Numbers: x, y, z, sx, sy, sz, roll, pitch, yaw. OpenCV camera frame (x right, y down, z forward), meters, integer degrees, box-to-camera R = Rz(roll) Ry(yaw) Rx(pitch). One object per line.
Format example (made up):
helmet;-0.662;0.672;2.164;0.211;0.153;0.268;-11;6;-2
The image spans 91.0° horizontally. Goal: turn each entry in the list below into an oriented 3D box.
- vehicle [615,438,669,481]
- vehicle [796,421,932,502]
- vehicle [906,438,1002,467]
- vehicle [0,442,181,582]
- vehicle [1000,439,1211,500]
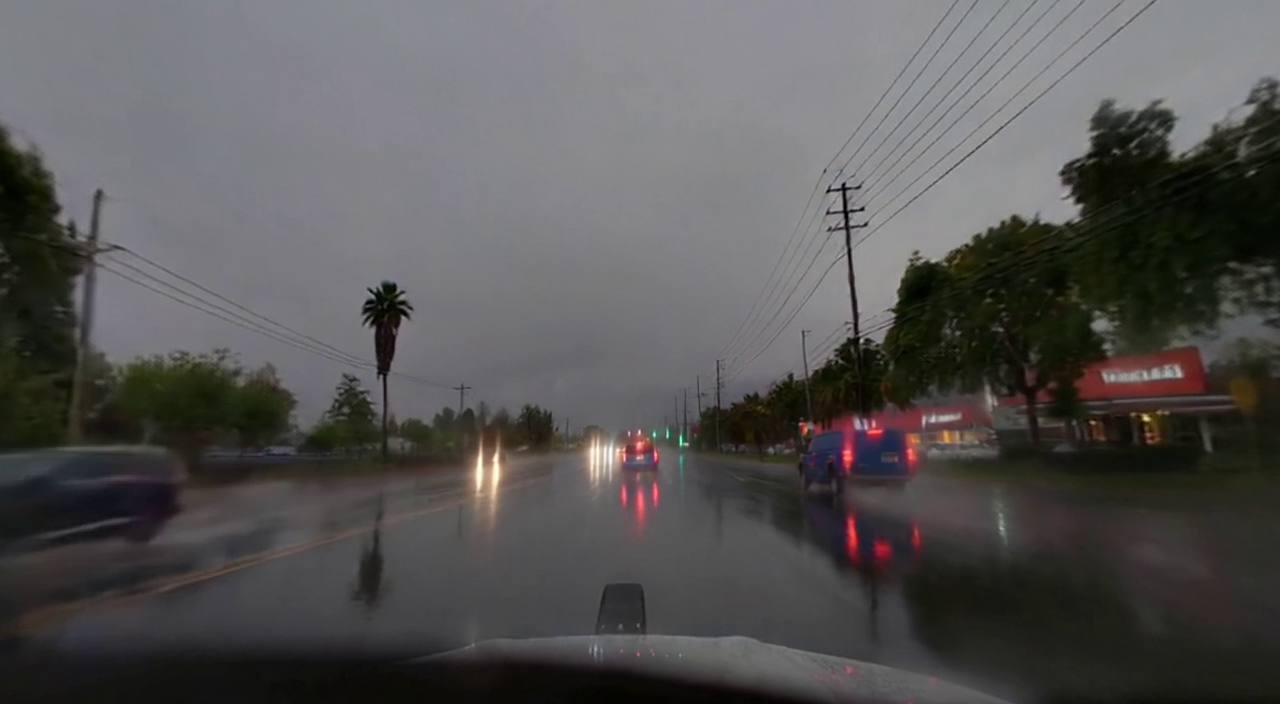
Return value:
vehicle;0.070;4.547;27.004;2.138;1.672;4.168;0;-8;0
vehicle;5.975;2.979;17.525;2.107;1.928;4.471;0;-8;0
vehicle;18.212;5.846;36.695;4.490;1.604;2.089;1;-8;1
vehicle;-8.093;1.805;7.202;2.004;1.535;4.853;0;-8;0
vehicle;12.749;3.217;17.678;4.400;1.507;2.009;-4;-10;27
